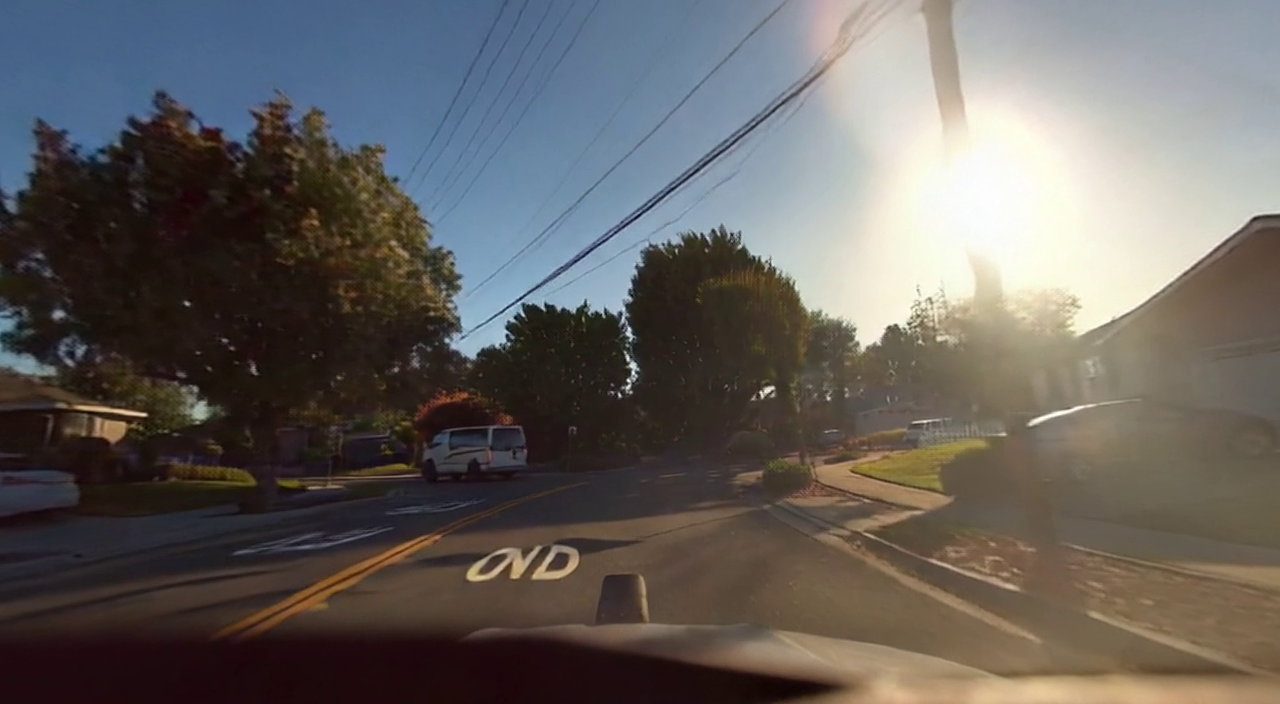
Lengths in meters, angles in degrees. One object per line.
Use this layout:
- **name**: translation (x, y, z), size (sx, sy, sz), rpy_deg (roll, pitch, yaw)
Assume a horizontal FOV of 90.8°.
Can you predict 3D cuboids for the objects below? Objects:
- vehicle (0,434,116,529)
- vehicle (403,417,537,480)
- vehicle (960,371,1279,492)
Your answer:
- **vehicle**: translation (-14.322, 2.876, 13.293), size (4.550, 1.655, 2.143), rpy_deg (-4, -15, -3)
- **vehicle**: translation (-9.348, 5.246, 34.375), size (7.559, 3.058, 2.929), rpy_deg (-6, -11, 37)
- **vehicle**: translation (9.364, 1.605, 12.601), size (4.658, 1.536, 2.090), rpy_deg (-8, -9, -1)
